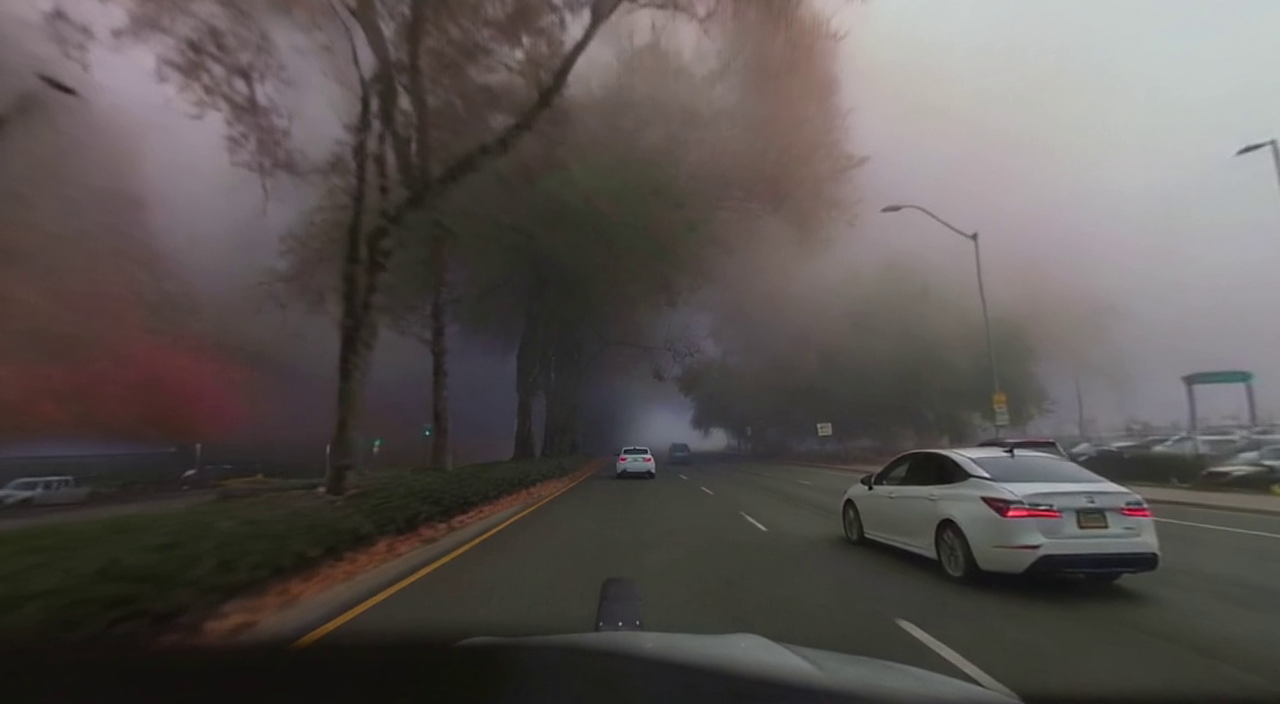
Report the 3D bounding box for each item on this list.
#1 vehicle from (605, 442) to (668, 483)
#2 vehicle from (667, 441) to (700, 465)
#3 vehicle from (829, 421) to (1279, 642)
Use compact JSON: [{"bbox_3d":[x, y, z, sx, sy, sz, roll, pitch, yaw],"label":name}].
[{"bbox_3d":[-0.182,4.339,25.236,2.289,1.471,4.477,0,-8,-1],"label":"vehicle"},{"bbox_3d":[3.310,7.761,48.827,2.188,1.760,4.297,0,-8,-1],"label":"vehicle"},{"bbox_3d":[3.712,1.547,6.528,2.094,1.480,4.323,0,-9,-1],"label":"vehicle"}]
